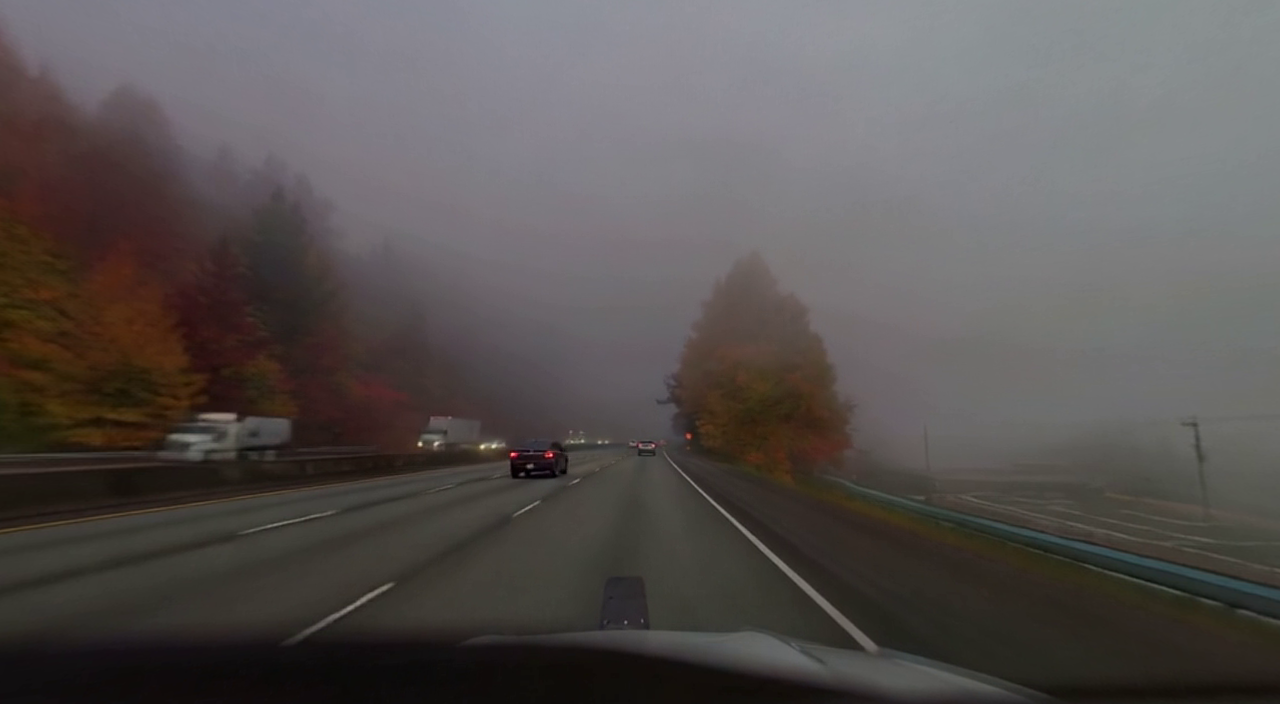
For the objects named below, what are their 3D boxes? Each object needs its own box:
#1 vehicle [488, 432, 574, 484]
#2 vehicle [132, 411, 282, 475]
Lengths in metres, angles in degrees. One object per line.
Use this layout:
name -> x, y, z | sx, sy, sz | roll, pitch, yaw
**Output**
vehicle -> -3.757, 3.750, 22.536 | 2.123, 1.643, 4.479 | 0, -8, 2
vehicle -> -22.573, 4.820, 33.426 | 2.594, 2.987, 7.320 | 0, -8, 1
